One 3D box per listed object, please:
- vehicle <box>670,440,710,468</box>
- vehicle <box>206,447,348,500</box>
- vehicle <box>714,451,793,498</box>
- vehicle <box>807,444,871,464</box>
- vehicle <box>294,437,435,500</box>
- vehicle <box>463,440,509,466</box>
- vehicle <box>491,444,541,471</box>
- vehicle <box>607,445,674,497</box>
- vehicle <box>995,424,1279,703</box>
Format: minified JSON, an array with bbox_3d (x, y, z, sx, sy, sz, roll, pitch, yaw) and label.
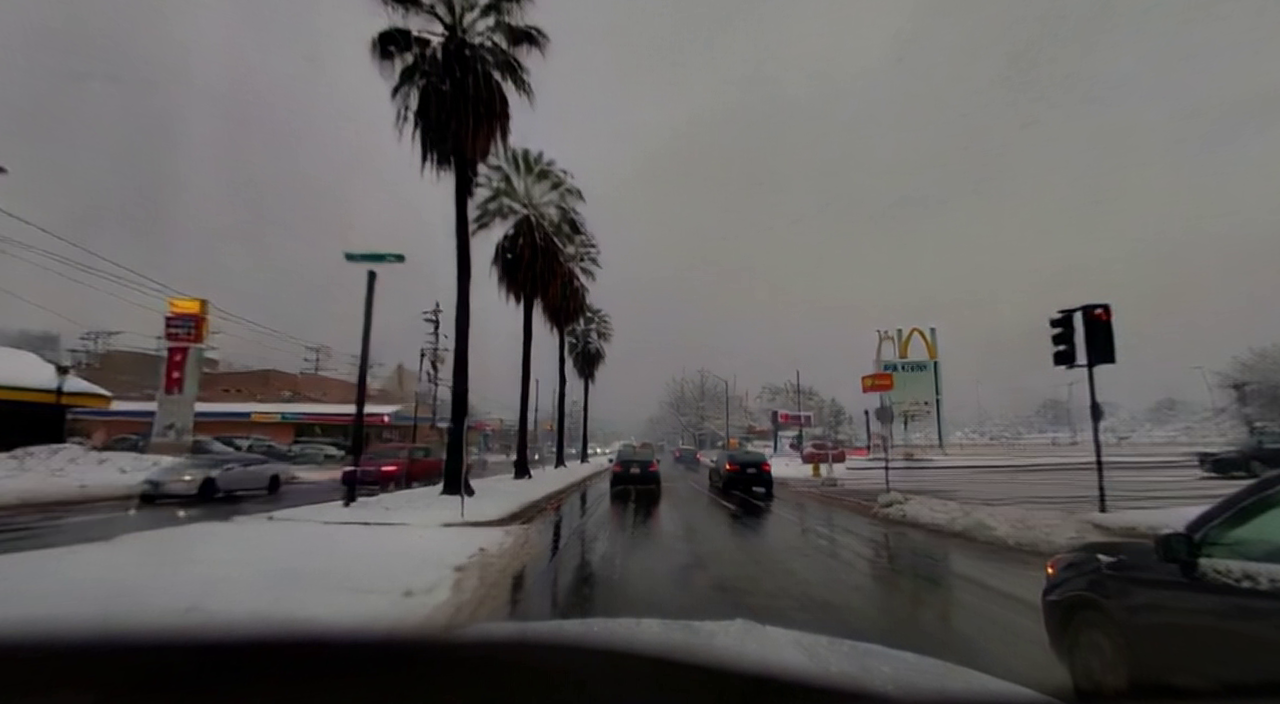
[{"bbox_3d":[3.363,6.980,43.312,2.299,1.803,5.434,0,-9,0],"label":"vehicle"},{"bbox_3d":[-11.549,3.876,20.557,1.908,1.506,4.397,0,-9,2],"label":"vehicle"},{"bbox_3d":[3.862,4.230,22.234,1.889,1.448,4.262,0,-9,-1],"label":"vehicle"},{"bbox_3d":[15.053,7.742,47.919,4.293,1.438,1.773,0,-9,1],"label":"vehicle"},{"bbox_3d":[-8.482,3.626,20.092,1.980,1.719,4.963,-1,-9,4],"label":"vehicle"},{"bbox_3d":[-11.011,7.268,45.416,1.962,1.745,4.513,-1,-9,3],"label":"vehicle"},{"bbox_3d":[-7.464,6.419,38.632,2.052,1.483,4.751,0,-9,1],"label":"vehicle"},{"bbox_3d":[-0.066,3.895,21.103,2.021,1.550,4.090,0,-9,-2],"label":"vehicle"},{"bbox_3d":[3.572,1.010,2.392,1.987,1.474,4.198,0,-9,0],"label":"vehicle"}]
